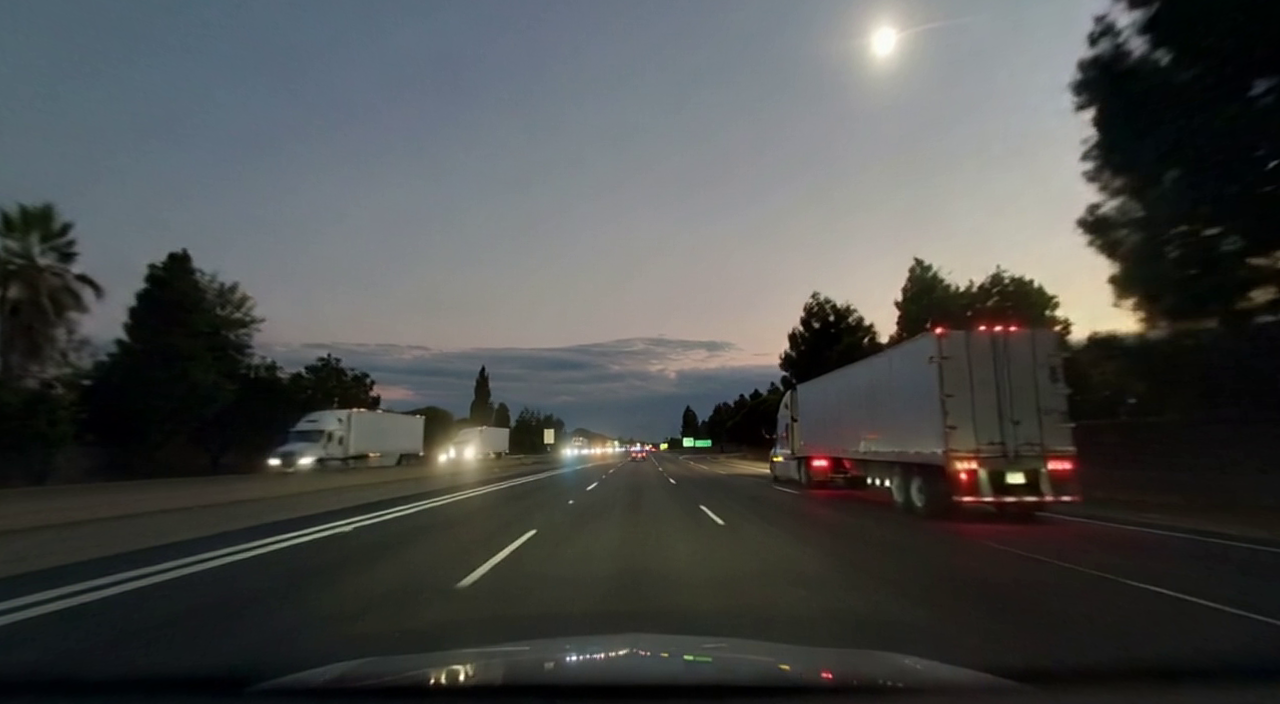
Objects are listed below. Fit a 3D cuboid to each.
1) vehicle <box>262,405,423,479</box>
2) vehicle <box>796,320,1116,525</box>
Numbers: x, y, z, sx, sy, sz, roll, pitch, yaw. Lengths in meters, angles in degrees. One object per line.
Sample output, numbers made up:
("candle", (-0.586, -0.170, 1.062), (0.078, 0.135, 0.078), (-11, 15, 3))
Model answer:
("vehicle", (-19.354, 6.219, 43.315), (2.946, 4.056, 16.865), (0, -9, 0))
("vehicle", (6.935, 2.013, 16.566), (2.821, 3.681, 10.415), (0, -9, -1))
